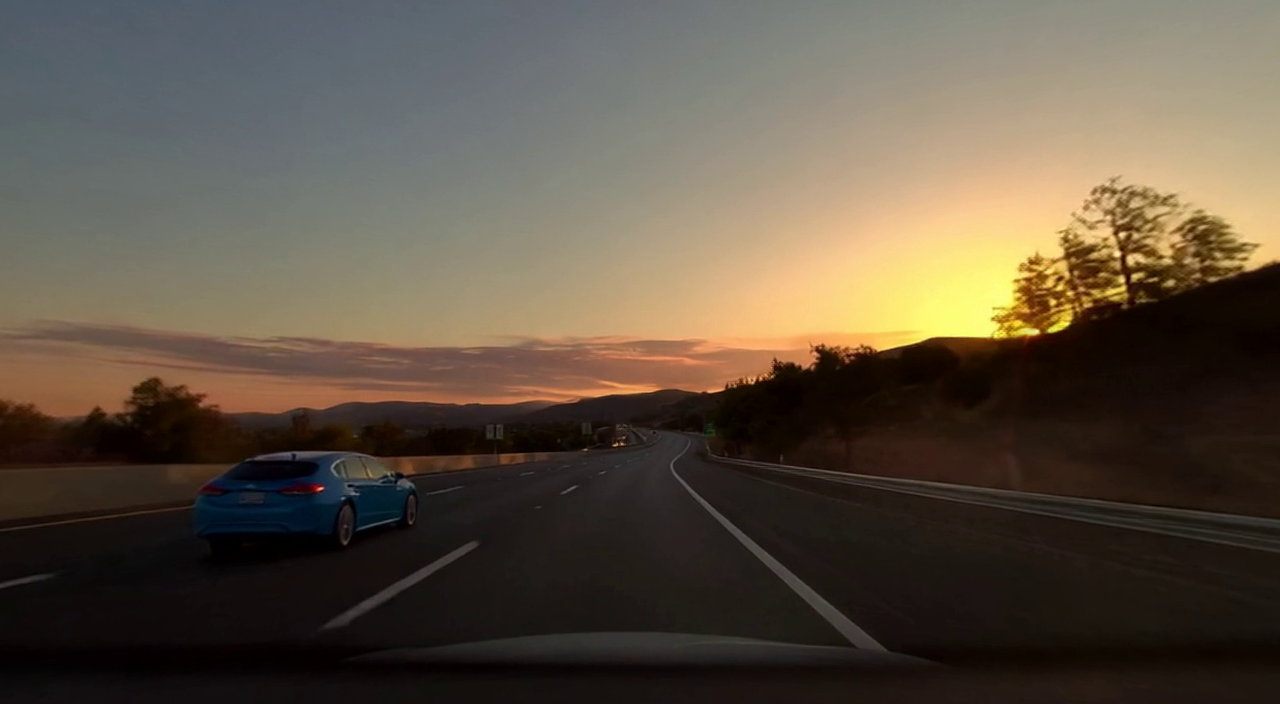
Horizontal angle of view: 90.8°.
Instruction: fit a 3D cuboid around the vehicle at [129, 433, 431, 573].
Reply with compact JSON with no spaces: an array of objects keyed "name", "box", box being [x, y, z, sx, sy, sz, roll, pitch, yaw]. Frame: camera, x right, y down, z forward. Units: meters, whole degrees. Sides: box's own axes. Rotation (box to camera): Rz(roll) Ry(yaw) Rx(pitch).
[{"name":"vehicle","box":[-4.548,1.932,8.784,1.928,1.504,3.745,0,-9,1]}]
